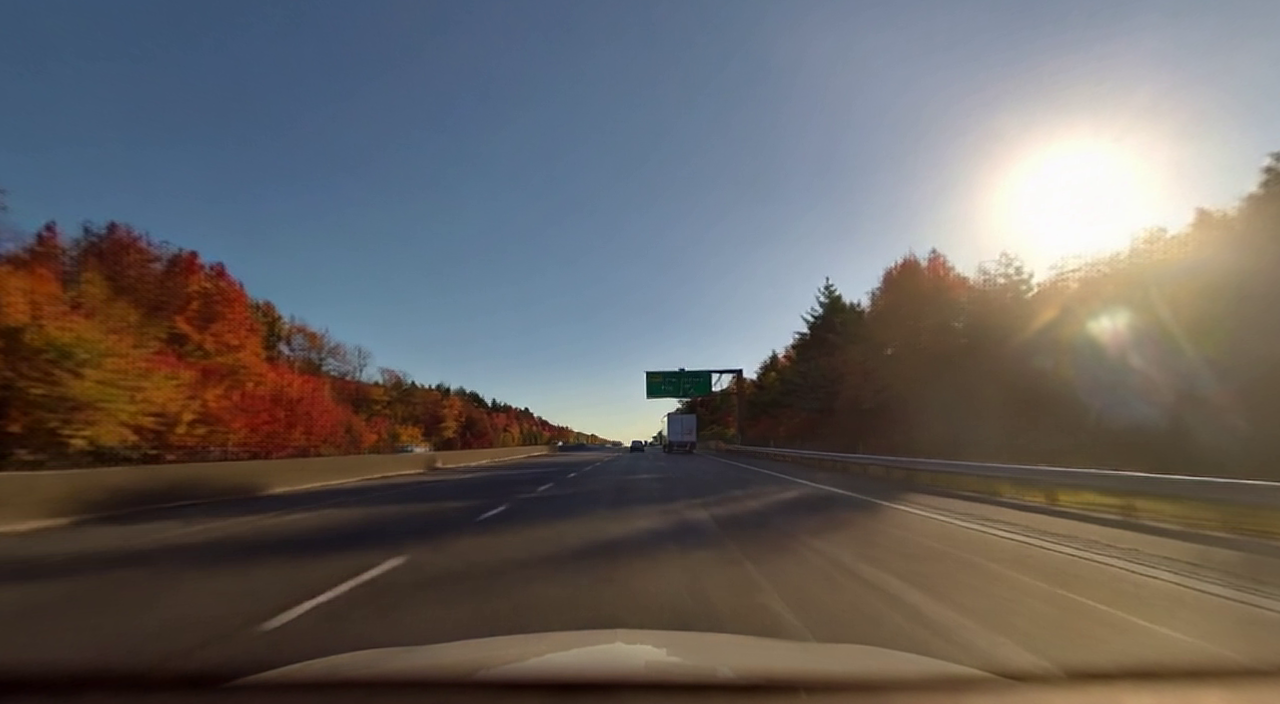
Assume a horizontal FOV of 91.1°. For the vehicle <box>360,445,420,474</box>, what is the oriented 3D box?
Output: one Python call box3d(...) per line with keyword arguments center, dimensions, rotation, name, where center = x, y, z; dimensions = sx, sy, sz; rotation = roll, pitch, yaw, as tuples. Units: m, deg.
box3d(center=(-14.131, 6.081, 35.712), dimensions=(1.750, 1.472, 3.889), rotation=(-1, -8, 0), name="vehicle")
